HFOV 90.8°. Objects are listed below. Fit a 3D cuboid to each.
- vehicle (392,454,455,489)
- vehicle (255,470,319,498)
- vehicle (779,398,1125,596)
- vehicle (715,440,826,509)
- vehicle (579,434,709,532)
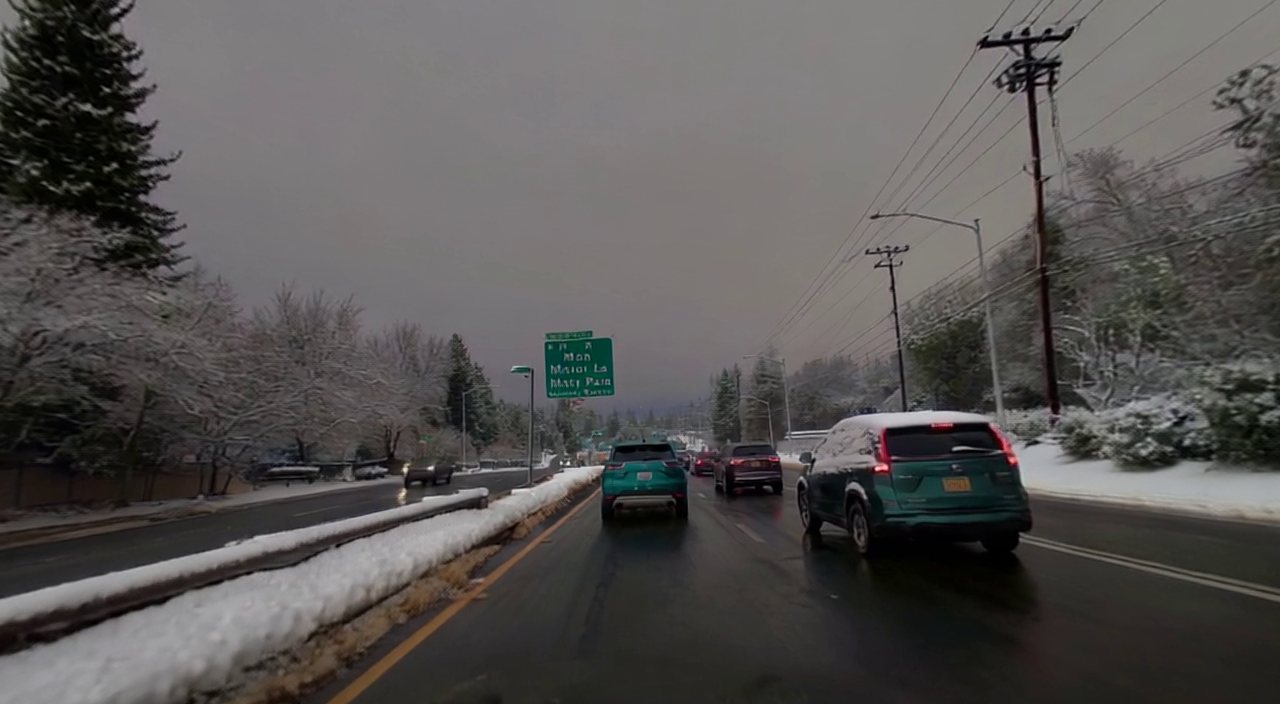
[{"bbox_3d":[-13.013,7.185,38.364,2.107,1.931,5.015,0,-8,-1],"label":"vehicle"},{"bbox_3d":[-22.576,8.447,40.576,1.847,1.554,3.926,0,-8,0],"label":"vehicle"},{"bbox_3d":[3.401,1.683,8.228,2.097,1.818,4.625,0,-8,0],"label":"vehicle"},{"bbox_3d":[3.316,3.188,16.924,2.064,1.591,4.081,0,-8,0],"label":"vehicle"},{"bbox_3d":[0.041,2.529,12.842,2.199,1.641,4.232,0,-8,-1],"label":"vehicle"}]
